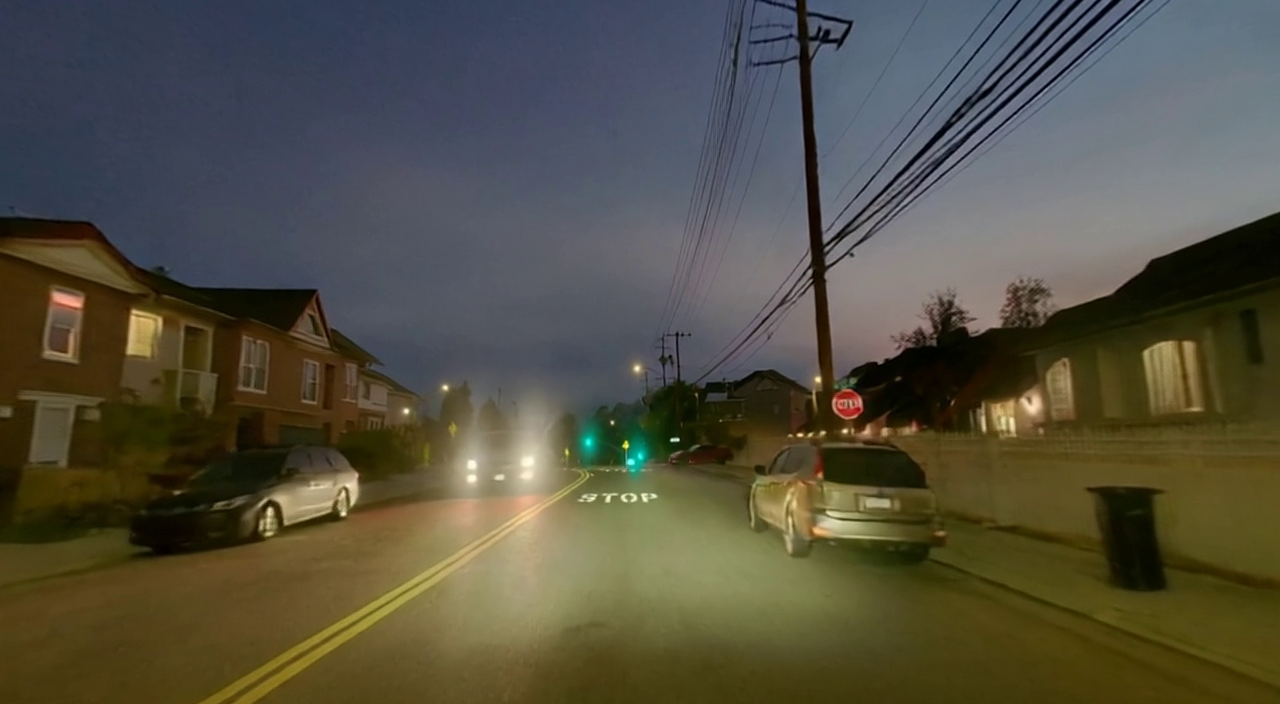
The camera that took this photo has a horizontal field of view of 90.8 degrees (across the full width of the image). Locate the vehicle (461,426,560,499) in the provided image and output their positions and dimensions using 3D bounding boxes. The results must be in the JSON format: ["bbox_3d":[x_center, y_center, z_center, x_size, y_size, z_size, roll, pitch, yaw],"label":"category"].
[{"bbox_3d":[-3.818,3.343,19.512,2.277,1.970,4.512,0,-9,-3],"label":"vehicle"}]

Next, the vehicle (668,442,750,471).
[{"bbox_3d":[5.044,7.663,46.405,5.578,1.842,2.300,4,-10,-12],"label":"vehicle"}]

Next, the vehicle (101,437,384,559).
[{"bbox_3d":[-6.851,2.489,11.724,2.156,1.728,4.619,-2,-8,2],"label":"vehicle"}]

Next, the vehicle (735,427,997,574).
[{"bbox_3d":[2.728,1.911,8.963,2.080,1.531,4.415,0,-9,0],"label":"vehicle"}]
